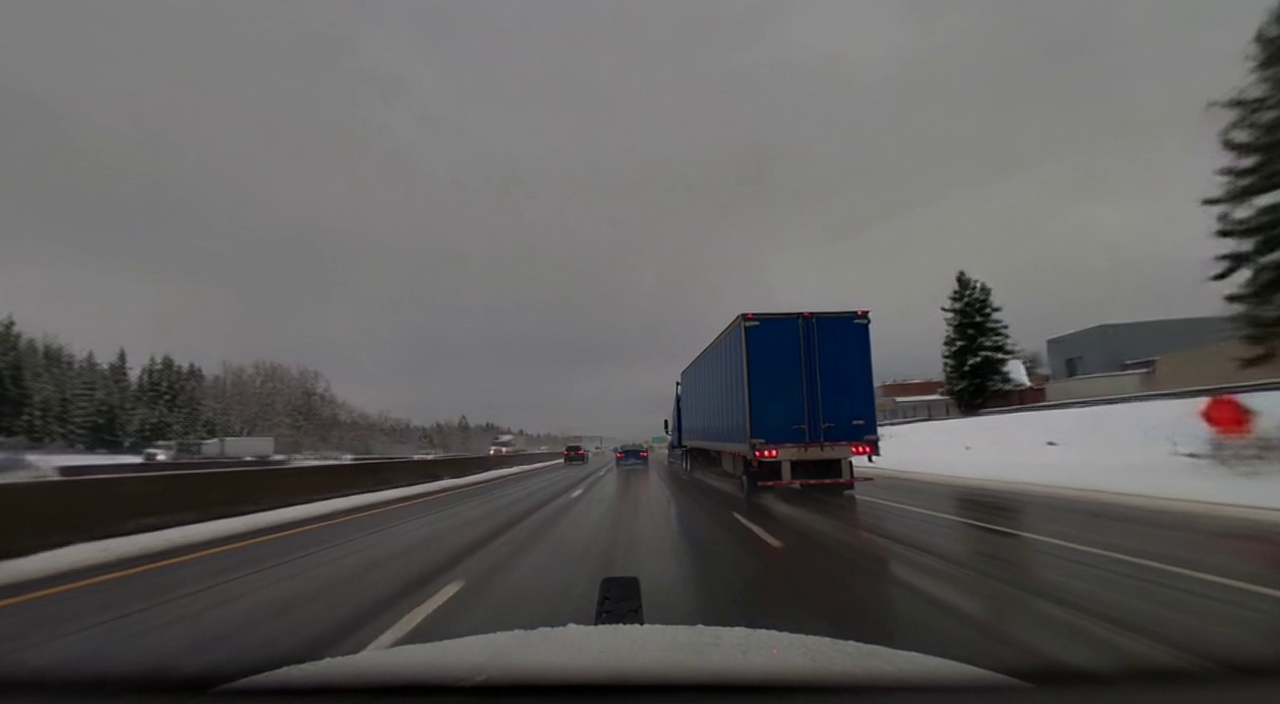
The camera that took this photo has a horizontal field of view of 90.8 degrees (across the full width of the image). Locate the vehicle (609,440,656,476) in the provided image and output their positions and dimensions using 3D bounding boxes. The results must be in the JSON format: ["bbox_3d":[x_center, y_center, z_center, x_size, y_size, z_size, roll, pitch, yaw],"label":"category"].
[{"bbox_3d":[-0.351,5.297,31.810,2.191,1.685,4.015,0,-9,0],"label":"vehicle"}]

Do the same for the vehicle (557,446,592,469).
[{"bbox_3d":[-4.489,7.317,43.781,1.995,1.491,4.317,0,-9,0],"label":"vehicle"}]

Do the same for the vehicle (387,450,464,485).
[{"bbox_3d":[-9.848,5.316,29.402,1.924,1.474,4.475,0,-9,1],"label":"vehicle"}]

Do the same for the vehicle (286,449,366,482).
[{"bbox_3d":[-16.893,6.103,34.257,2.011,1.645,4.335,0,-9,1],"label":"vehicle"}]

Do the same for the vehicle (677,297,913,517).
[{"bbox_3d":[3.339,2.198,19.797,2.996,4.123,15.965,0,-9,-1],"label":"vehicle"}]
